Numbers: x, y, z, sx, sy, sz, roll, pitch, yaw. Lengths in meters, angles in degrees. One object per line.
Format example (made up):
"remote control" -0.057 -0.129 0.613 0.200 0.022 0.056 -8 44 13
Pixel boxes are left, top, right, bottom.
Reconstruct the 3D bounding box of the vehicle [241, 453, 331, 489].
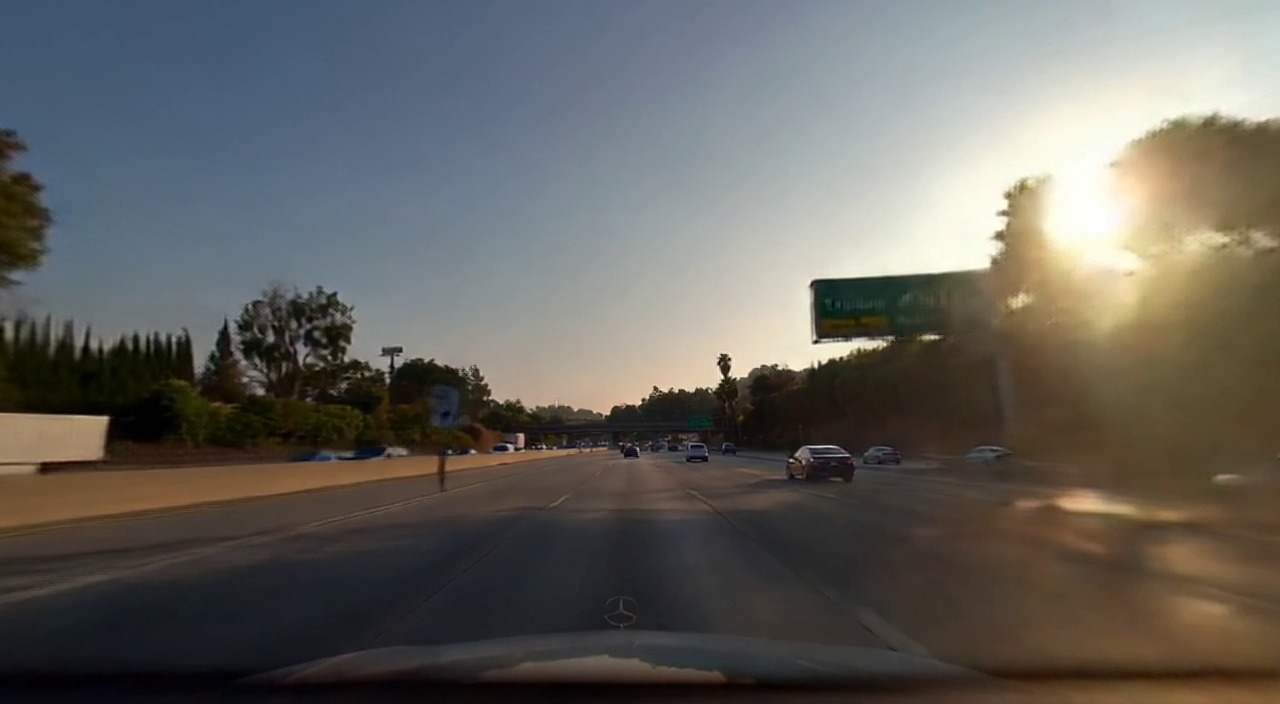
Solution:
"vehicle" -16.238 5.458 29.124 1.896 1.477 3.946 0 -8 -1

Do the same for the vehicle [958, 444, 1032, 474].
"vehicle" 21.135 6.354 37.720 1.887 1.642 4.592 0 -8 3

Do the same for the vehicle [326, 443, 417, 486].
"vehicle" -12.490 5.241 29.683 2.103 1.814 4.898 0 -8 1

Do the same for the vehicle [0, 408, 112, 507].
"vehicle" -23.007 3.631 21.684 2.761 3.311 7.660 0 -8 1

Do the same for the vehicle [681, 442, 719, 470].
"vehicle" 3.833 6.711 40.768 2.035 1.704 3.867 0 -8 -1

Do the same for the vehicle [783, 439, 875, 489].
"vehicle" 6.731 4.021 22.971 1.902 1.623 4.360 0 -8 -1
